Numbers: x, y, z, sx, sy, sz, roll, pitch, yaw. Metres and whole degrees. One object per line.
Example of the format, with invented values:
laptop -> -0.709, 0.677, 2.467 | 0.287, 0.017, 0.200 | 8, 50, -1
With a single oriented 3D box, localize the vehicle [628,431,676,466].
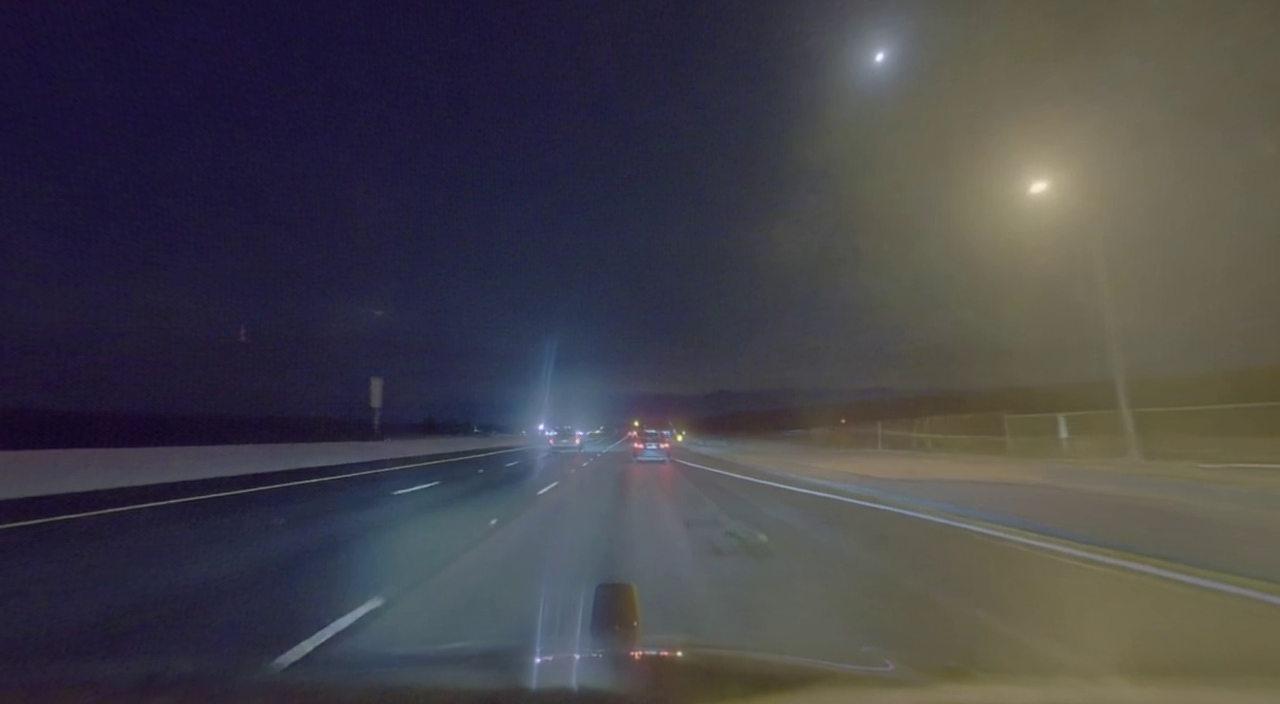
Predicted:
vehicle -> 0.466, 4.385, 28.877 | 1.948, 1.470, 3.913 | 0, -8, -3

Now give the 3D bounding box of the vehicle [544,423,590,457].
vehicle -> -4.334, 5.322, 38.071 | 2.251, 1.938, 4.708 | 0, -8, 0
